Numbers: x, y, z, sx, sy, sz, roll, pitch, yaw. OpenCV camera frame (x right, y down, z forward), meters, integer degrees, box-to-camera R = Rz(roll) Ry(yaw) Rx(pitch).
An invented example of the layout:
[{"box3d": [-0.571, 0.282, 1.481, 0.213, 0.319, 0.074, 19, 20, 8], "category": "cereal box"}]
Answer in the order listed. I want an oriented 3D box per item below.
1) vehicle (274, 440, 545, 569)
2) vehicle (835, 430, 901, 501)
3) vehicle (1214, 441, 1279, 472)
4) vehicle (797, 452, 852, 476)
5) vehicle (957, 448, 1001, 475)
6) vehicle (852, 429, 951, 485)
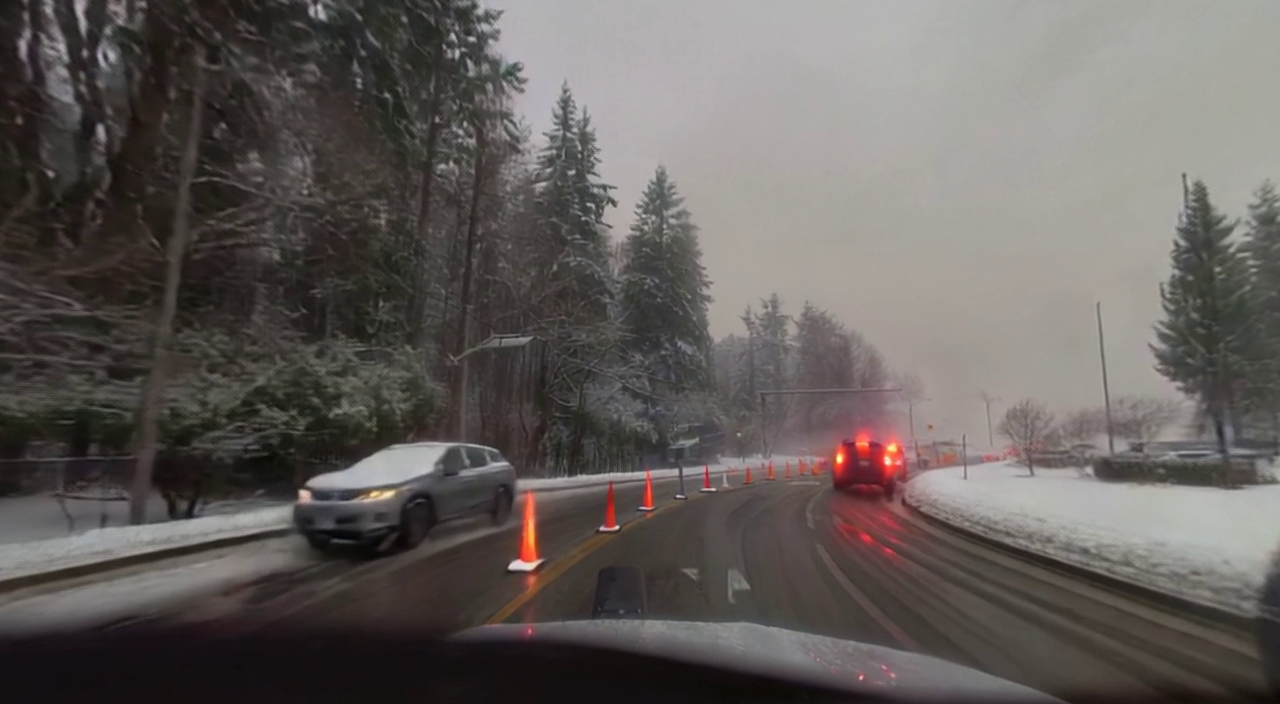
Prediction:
[{"box3d": [-3.154, 2.163, 9.775, 1.945, 1.494, 4.201, -1, -9, 12], "category": "vehicle"}, {"box3d": [7.906, 3.879, 21.928, 1.913, 2.241, 3.024, -3, -9, 20], "category": "vehicle"}, {"box3d": [31.028, 5.132, 30.966, 1.703, 1.454, 4.378, 1, -9, 1], "category": "vehicle"}, {"box3d": [12.203, 7.305, 41.557, 1.933, 1.428, 4.449, -6, -10, 37], "category": "vehicle"}, {"box3d": [23.906, 7.683, 44.495, 2.030, 1.774, 3.884, -6, -11, 36], "category": "vehicle"}, {"box3d": [13.826, 5.340, 33.081, 3.098, 2.601, 6.758, -6, -9, 36], "category": "vehicle"}]
